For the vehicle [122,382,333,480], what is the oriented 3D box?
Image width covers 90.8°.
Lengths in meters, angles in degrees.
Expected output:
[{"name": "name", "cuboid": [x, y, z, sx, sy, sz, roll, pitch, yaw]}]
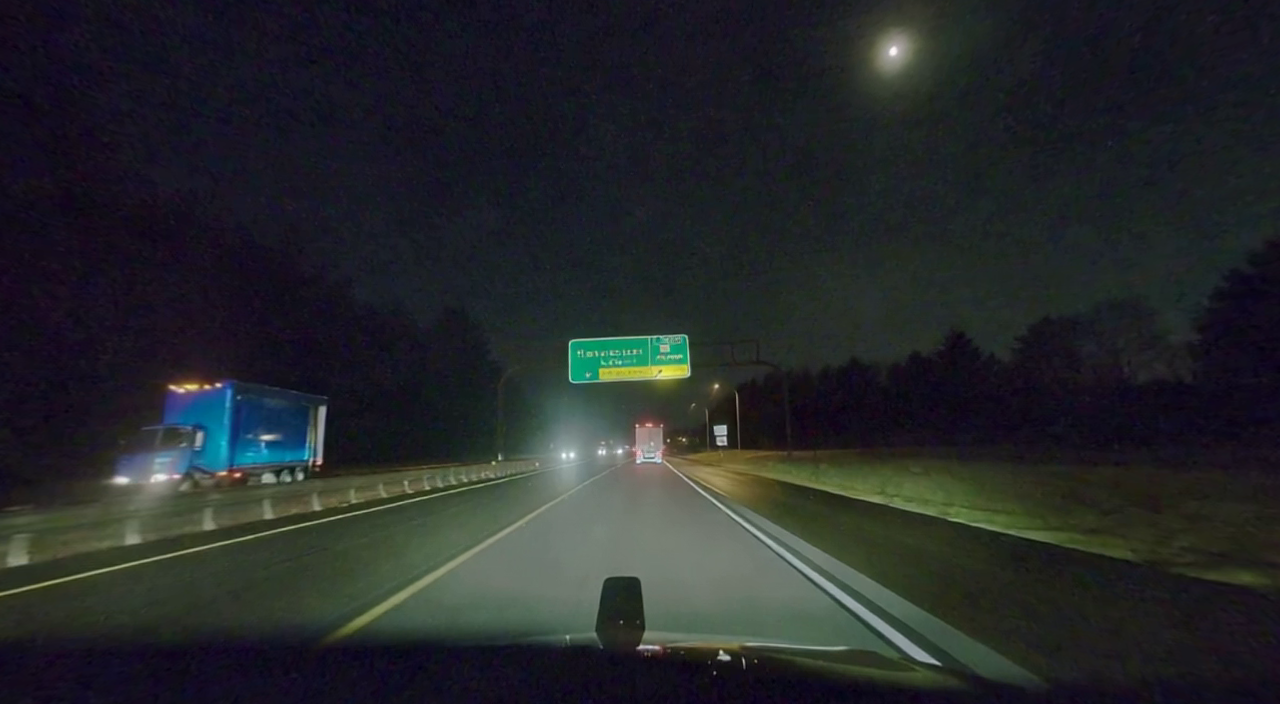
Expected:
[{"name": "vehicle", "cuboid": [-17.986, 3.683, 28.791, 3.010, 3.718, 9.772, 0, -8, 0]}]
